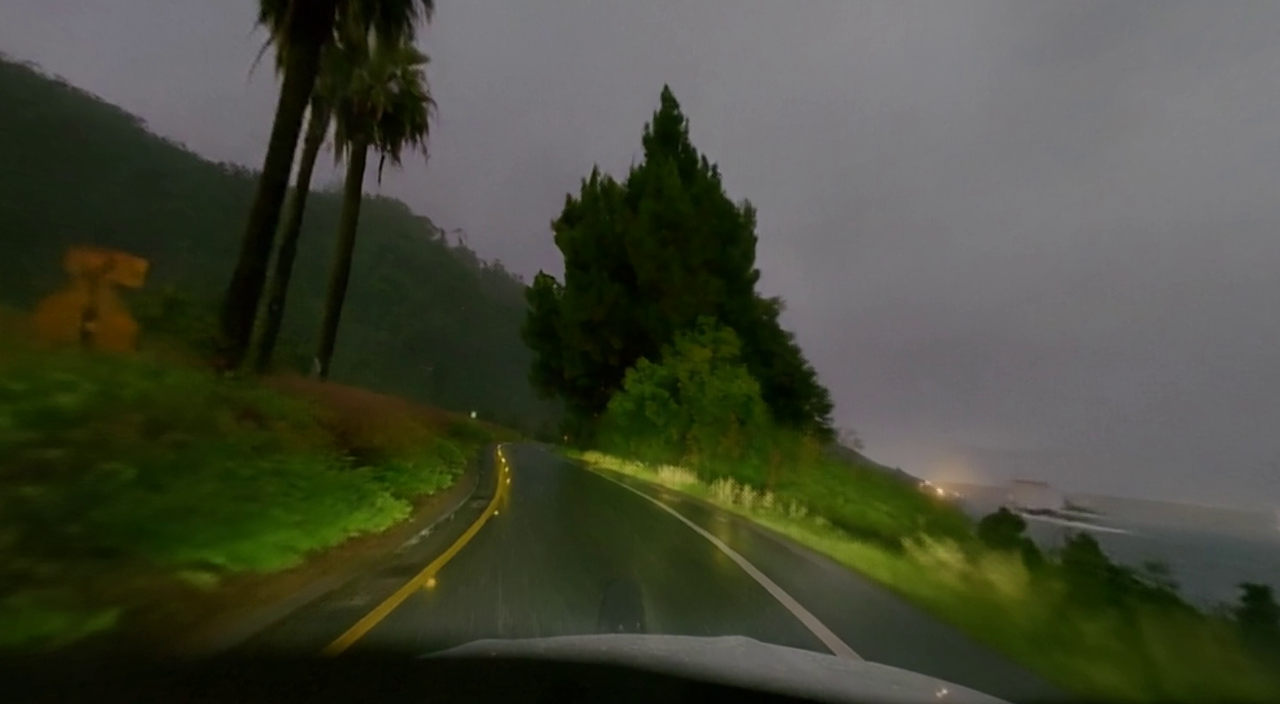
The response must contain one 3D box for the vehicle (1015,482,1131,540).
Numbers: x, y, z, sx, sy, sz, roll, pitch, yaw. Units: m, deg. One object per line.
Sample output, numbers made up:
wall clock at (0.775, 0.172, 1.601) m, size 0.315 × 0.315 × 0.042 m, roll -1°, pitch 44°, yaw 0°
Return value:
vehicle at (16.325, 5.957, 24.122) m, size 1.856 × 1.740 × 4.503 m, roll -3°, pitch -9°, yaw 11°
